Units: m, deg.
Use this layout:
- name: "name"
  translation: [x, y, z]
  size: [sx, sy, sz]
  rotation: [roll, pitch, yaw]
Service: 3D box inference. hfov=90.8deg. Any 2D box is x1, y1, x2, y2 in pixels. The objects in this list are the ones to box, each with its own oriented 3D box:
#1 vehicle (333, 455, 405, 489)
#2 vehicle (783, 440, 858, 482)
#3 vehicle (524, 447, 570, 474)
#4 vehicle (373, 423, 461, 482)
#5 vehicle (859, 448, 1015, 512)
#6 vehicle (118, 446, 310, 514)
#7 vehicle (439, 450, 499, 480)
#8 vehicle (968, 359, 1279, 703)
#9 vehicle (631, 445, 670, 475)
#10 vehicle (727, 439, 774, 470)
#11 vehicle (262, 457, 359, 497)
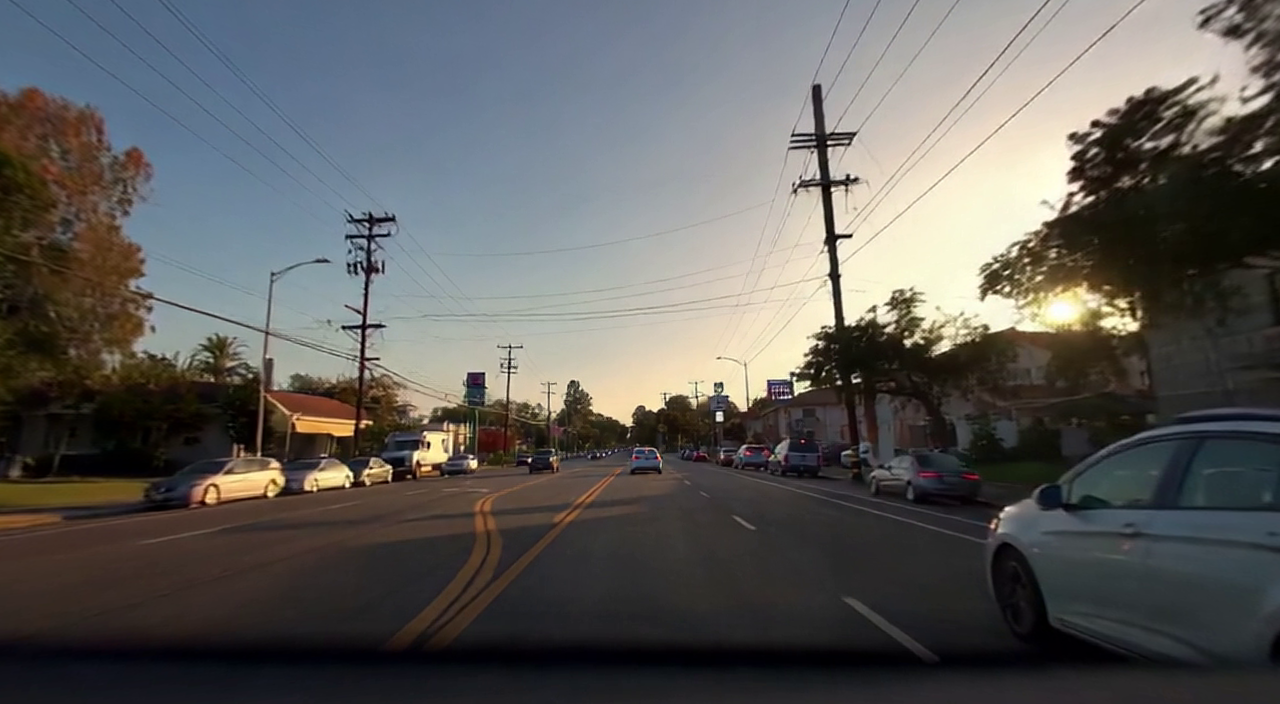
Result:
- name: "vehicle"
  translation: [-14.017, 6.207, 33.003]
  size: [1.806, 1.463, 4.714]
  rotation: [-2, -8, -1]
- name: "vehicle"
  translation: [8.084, 4.925, 28.785]
  size: [2.003, 1.723, 4.654]
  rotation: [0, -8, 0]
- name: "vehicle"
  translation: [-5.905, 6.932, 40.663]
  size: [2.213, 1.626, 4.736]
  rotation: [-1, -8, 1]
- name: "vehicle"
  translation: [-14.021, 6.397, 40.450]
  size: [2.865, 3.346, 7.163]
  rotation: [-1, -8, 1]
- name: "vehicle"
  translation: [7.685, 3.325, 16.977]
  size: [1.874, 1.437, 4.593]
  rotation: [0, -8, -1]
- name: "vehicle"
  translation: [-14.060, 4.197, 21.513]
  size: [2.367, 1.849, 5.874]
  rotation: [-3, -8, 2]
- name: "vehicle"
  translation: [-9.533, 6.345, 35.647]
  size: [2.060, 1.507, 4.532]
  rotation: [-1, -8, 1]
- name: "vehicle"
  translation: [3.306, 0.818, 2.090]
  size: [2.070, 1.633, 4.461]
  rotation: [-1, -8, 1]
- name: "vehicle"
  translation: [0.572, 6.031, 35.709]
  size: [2.067, 1.547, 4.513]
  rotation: [-1, -8, 0]
- name: "vehicle"
  translation: [7.899, 7.371, 45.630]
  size: [2.370, 2.022, 5.918]
  rotation: [-1, -8, 1]
- name: "vehicle"
  translation: [-14.060, 5.319, 27.283]
  size: [1.795, 1.462, 4.466]
  rotation: [0, -8, -1]
